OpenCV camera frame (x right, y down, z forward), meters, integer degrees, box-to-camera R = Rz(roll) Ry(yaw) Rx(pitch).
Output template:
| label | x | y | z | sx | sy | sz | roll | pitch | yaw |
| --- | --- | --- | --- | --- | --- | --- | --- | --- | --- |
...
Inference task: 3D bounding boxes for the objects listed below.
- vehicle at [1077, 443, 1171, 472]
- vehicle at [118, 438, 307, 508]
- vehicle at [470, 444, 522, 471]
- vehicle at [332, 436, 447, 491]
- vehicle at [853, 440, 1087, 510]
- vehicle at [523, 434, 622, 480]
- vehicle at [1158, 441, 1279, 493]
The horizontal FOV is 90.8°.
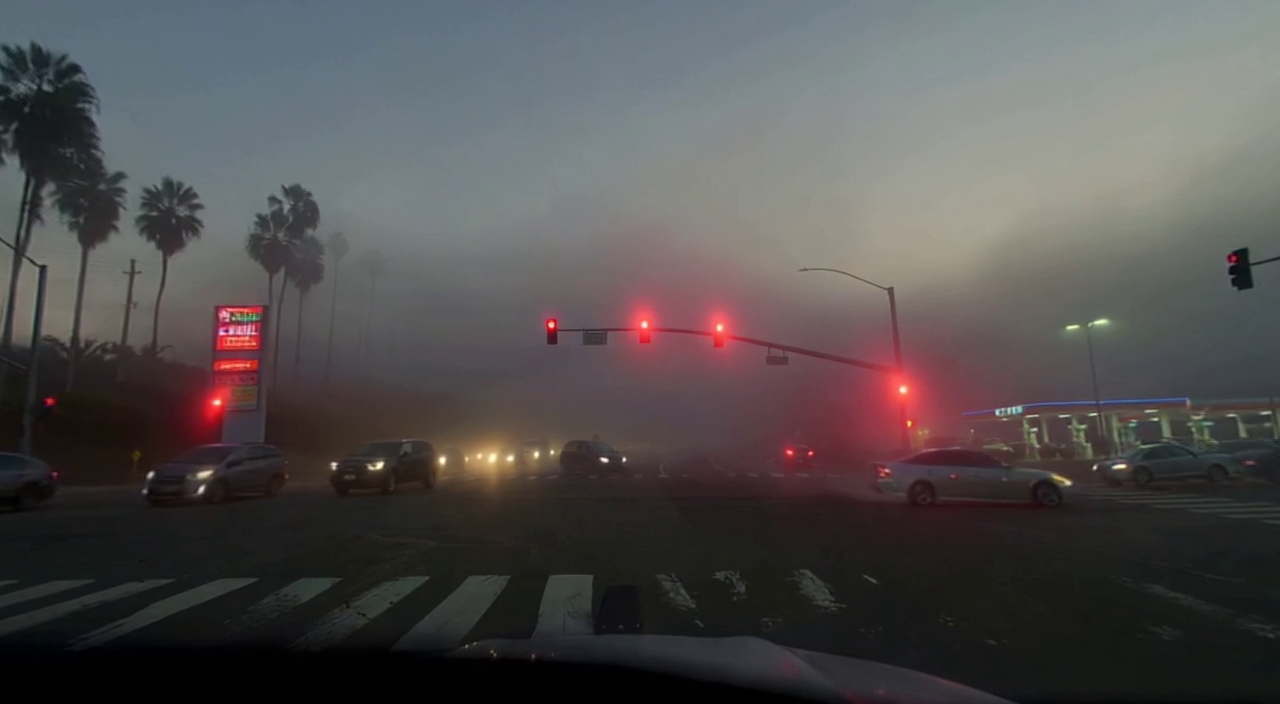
| label | x | y | z | sx | sy | sz | roll | pitch | yaw |
| --- | --- | --- | --- | --- | --- | --- | --- | --- | --- |
| vehicle | 24.265 | 5.300 | 31.737 | 3.474 | 1.376 | 1.538 | 0 | -9 | -2 |
| vehicle | -11.838 | 3.361 | 18.039 | 1.973 | 1.712 | 4.872 | 0 | -9 | 0 |
| vehicle | -8.763 | 6.444 | 38.776 | 2.034 | 1.510 | 4.647 | 0 | -9 | 1 |
| vehicle | -8.463 | 3.802 | 21.873 | 2.124 | 1.701 | 4.551 | 0 | -9 | 0 |
| vehicle | 7.537 | 2.848 | 15.047 | 4.579 | 1.464 | 1.983 | -3 | -9 | 17 |
| vehicle | -2.912 | 4.351 | 26.321 | 1.929 | 1.719 | 4.892 | 6 | -11 | -35 |
| vehicle | 18.735 | 3.406 | 18.823 | 5.015 | 1.446 | 1.862 | 0 | -9 | -3 |
